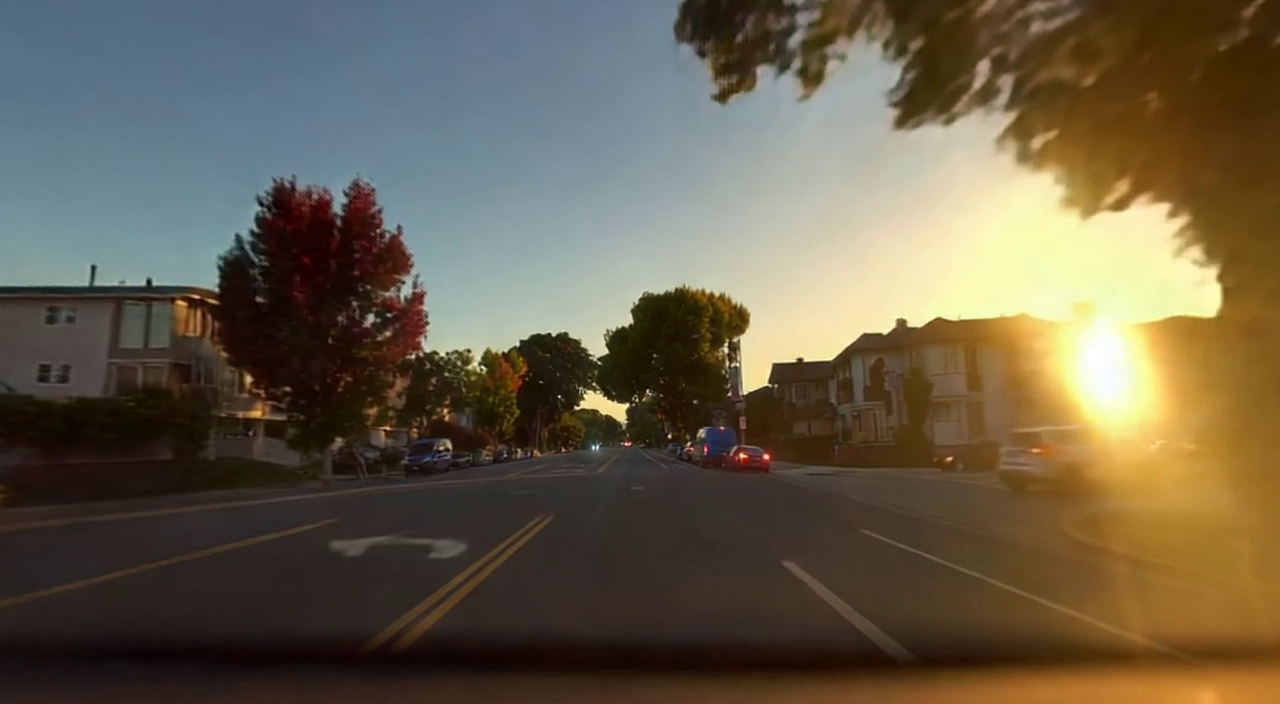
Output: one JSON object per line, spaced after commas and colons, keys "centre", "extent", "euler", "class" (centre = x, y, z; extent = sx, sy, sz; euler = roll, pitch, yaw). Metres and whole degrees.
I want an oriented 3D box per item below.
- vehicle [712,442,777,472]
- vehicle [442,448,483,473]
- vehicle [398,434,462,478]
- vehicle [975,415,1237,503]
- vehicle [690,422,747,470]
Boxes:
{"centre": [5.409, 5.470, 33.179], "extent": [1.848, 1.468, 4.332], "euler": [2, -9, -12], "class": "vehicle"}
{"centre": [-12.644, 7.704, 45.213], "extent": [1.892, 1.472, 4.523], "euler": [-2, -7, -3], "class": "vehicle"}
{"centre": [-12.835, 6.339, 39.009], "extent": [2.164, 2.386, 5.460], "euler": [-2, -7, -1], "class": "vehicle"}
{"centre": [12.067, 2.710, 16.491], "extent": [5.666, 1.871, 2.216], "euler": [0, -8, -14], "class": "vehicle"}
{"centre": [4.671, 5.743, 38.686], "extent": [2.414, 2.670, 5.833], "euler": [1, -8, -3], "class": "vehicle"}
